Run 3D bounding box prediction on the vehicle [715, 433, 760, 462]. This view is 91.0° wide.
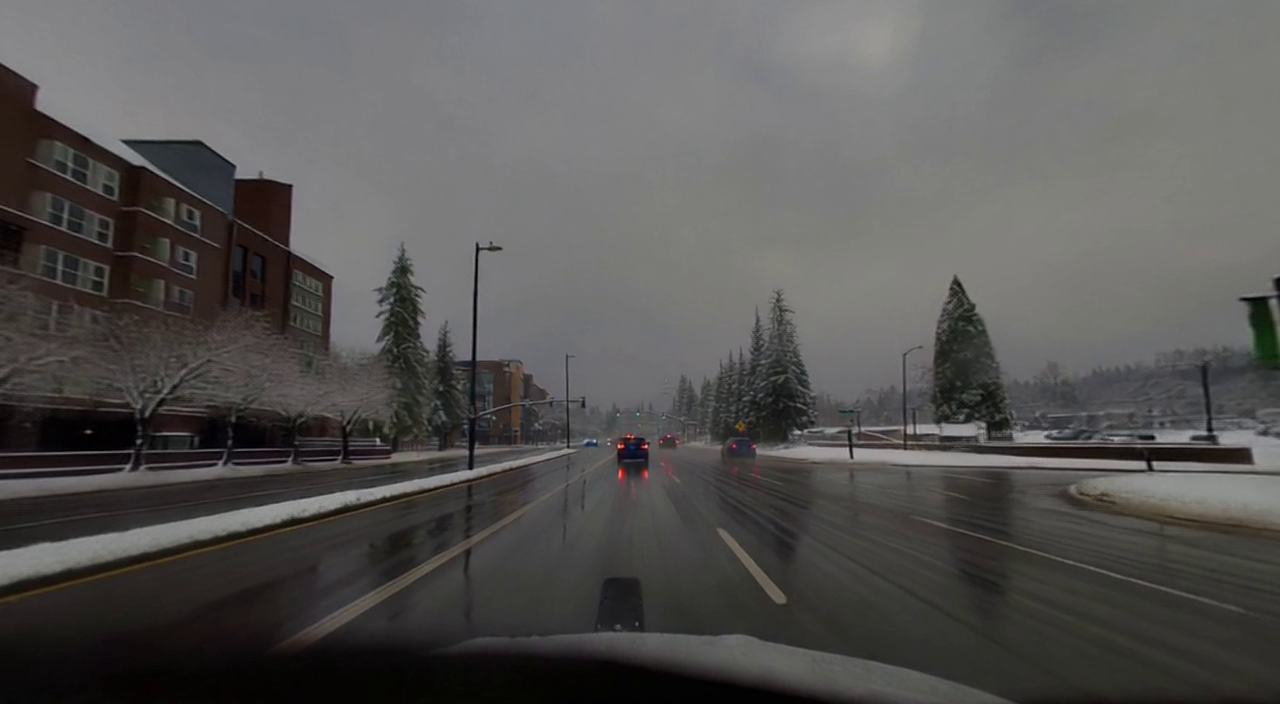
[{"bbox_3d":[6.541,6.490,42.811,2.136,1.799,4.796,1,-9,-2],"label":"vehicle"}]

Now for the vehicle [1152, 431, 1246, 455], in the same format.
[{"bbox_3d":[43.740,7.155,49.377,1.967,1.788,5.041,5,-10,-30],"label":"vehicle"}]

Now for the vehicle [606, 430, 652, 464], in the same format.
[{"bbox_3d":[-0.653,5.925,39.232,2.682,1.908,5.706,0,-9,0],"label":"vehicle"}]
